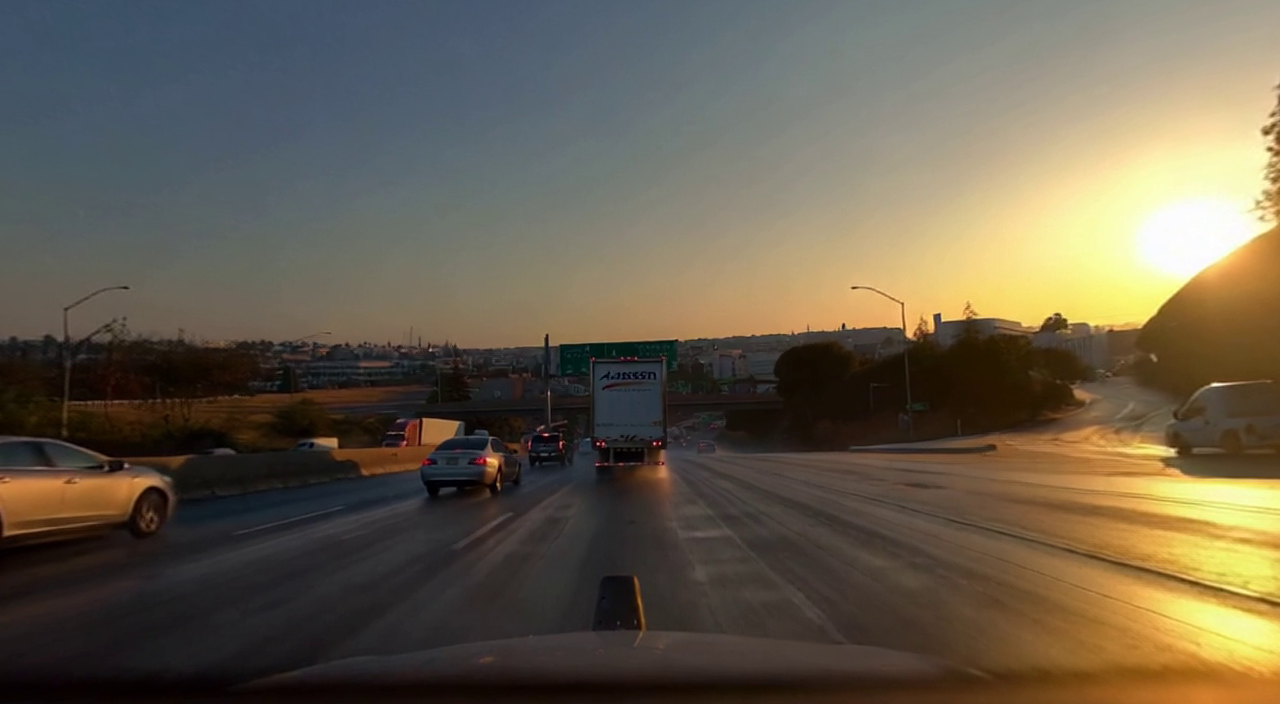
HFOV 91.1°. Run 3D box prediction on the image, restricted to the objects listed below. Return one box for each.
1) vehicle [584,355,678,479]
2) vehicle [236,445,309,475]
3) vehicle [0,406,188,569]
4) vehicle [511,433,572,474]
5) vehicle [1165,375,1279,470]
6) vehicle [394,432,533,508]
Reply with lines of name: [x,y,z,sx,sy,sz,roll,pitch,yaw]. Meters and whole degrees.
vehicle: [-0.459,2.915,26.840,3.171,4.204,11.036,0,-8,-2]
vehicle: [-21.855,6.421,37.581,1.887,1.595,4.320,0,-8,-2]
vehicle: [-7.750,1.498,7.110,1.998,1.698,4.461,0,-8,-1]
vehicle: [-4.131,4.307,26.984,1.946,1.599,4.073,0,-8,0]
vehicle: [18.924,2.227,19.529,1.838,2.655,3.697,0,-8,0]
vehicle: [-3.932,2.678,14.866,1.964,1.507,4.361,0,-8,1]
